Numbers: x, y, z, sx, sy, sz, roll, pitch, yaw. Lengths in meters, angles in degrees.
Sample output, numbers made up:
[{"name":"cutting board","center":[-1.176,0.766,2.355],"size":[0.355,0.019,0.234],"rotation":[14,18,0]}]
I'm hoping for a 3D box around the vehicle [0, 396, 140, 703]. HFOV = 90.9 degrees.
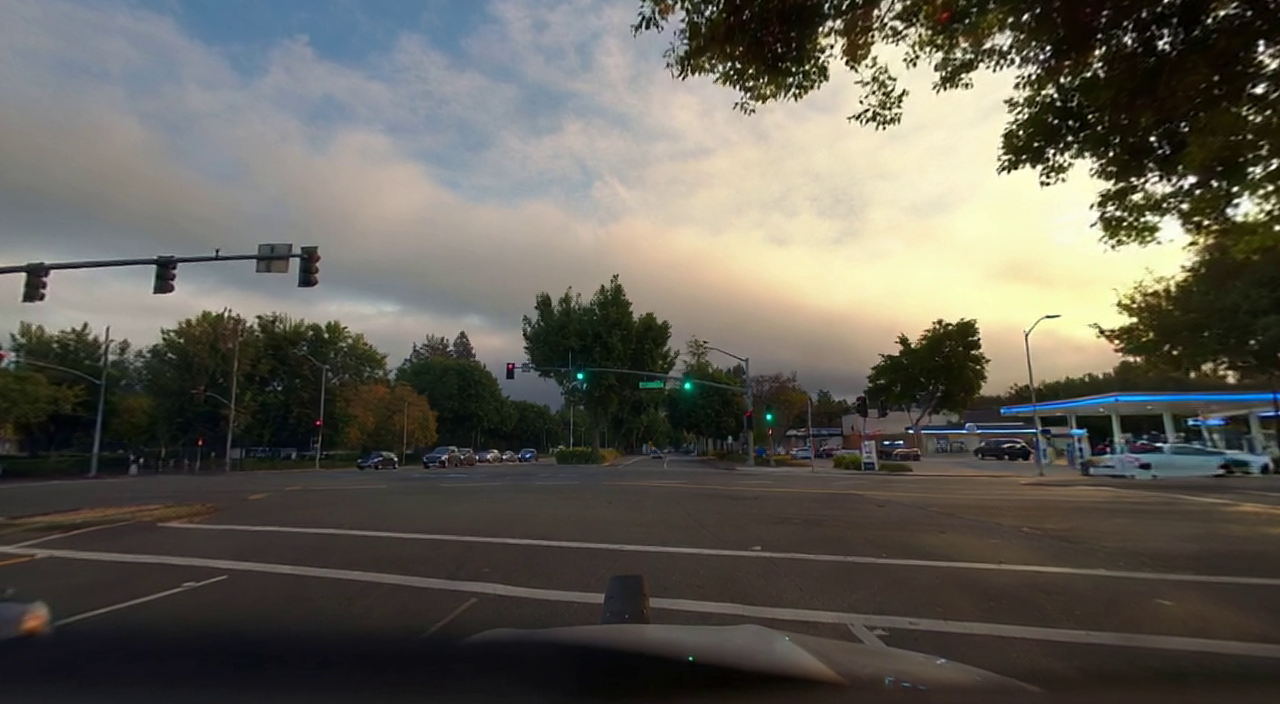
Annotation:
[{"name":"vehicle","center":[-3.053,0.621,0.168],"size":[2.041,1.483,4.533],"rotation":[0,-8,1]}]
